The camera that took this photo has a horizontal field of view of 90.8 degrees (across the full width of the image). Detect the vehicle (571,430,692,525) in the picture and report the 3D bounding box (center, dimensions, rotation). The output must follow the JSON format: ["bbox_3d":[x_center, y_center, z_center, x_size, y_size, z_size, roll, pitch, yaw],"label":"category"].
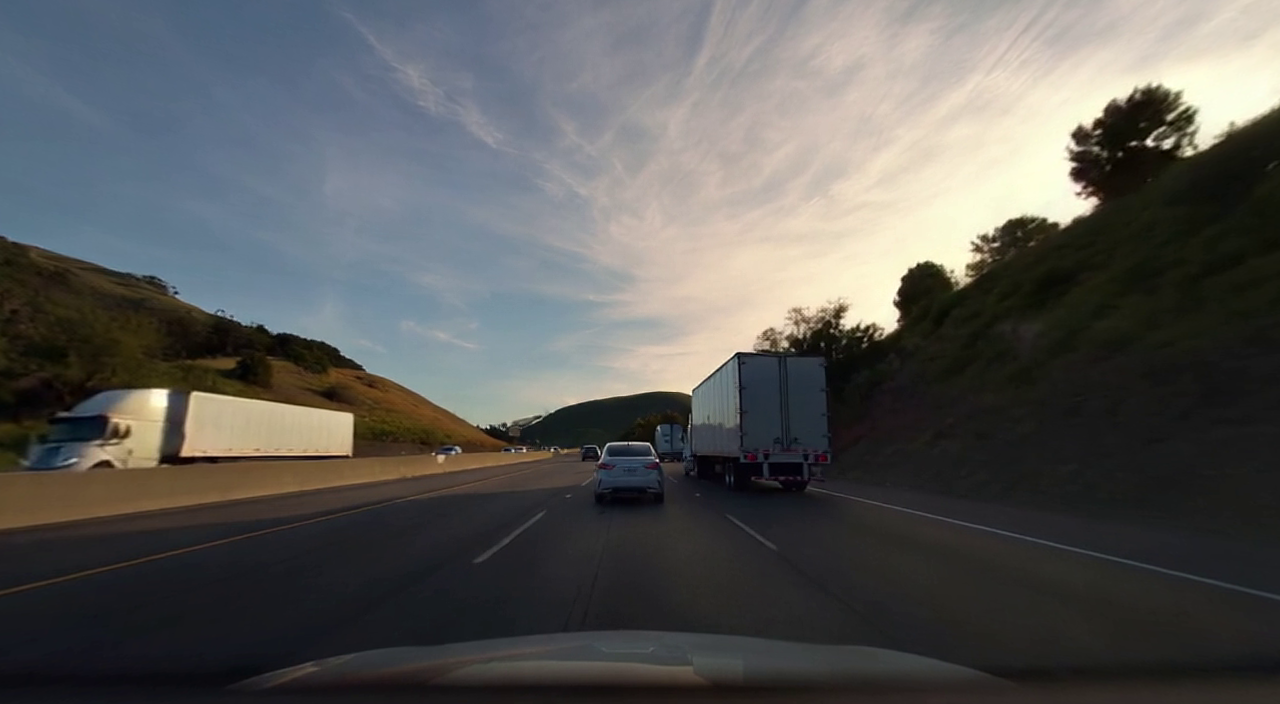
[{"bbox_3d":[-0.181,2.508,13.048,2.109,1.639,3.768,0,-9,-1],"label":"vehicle"}]

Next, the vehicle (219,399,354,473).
[{"bbox_3d":[-19.816,4.892,36.216,2.842,3.712,8.403,0,-9,-1],"label":"vehicle"}]

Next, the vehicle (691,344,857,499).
[{"bbox_3d":[4.048,2.866,23.480,2.812,4.024,14.098,0,-9,-1],"label":"vehicle"}]

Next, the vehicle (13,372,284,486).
[{"bbox_3d":[-19.652,3.423,26.750,2.962,3.847,10.654,0,-9,-1],"label":"vehicle"}]
